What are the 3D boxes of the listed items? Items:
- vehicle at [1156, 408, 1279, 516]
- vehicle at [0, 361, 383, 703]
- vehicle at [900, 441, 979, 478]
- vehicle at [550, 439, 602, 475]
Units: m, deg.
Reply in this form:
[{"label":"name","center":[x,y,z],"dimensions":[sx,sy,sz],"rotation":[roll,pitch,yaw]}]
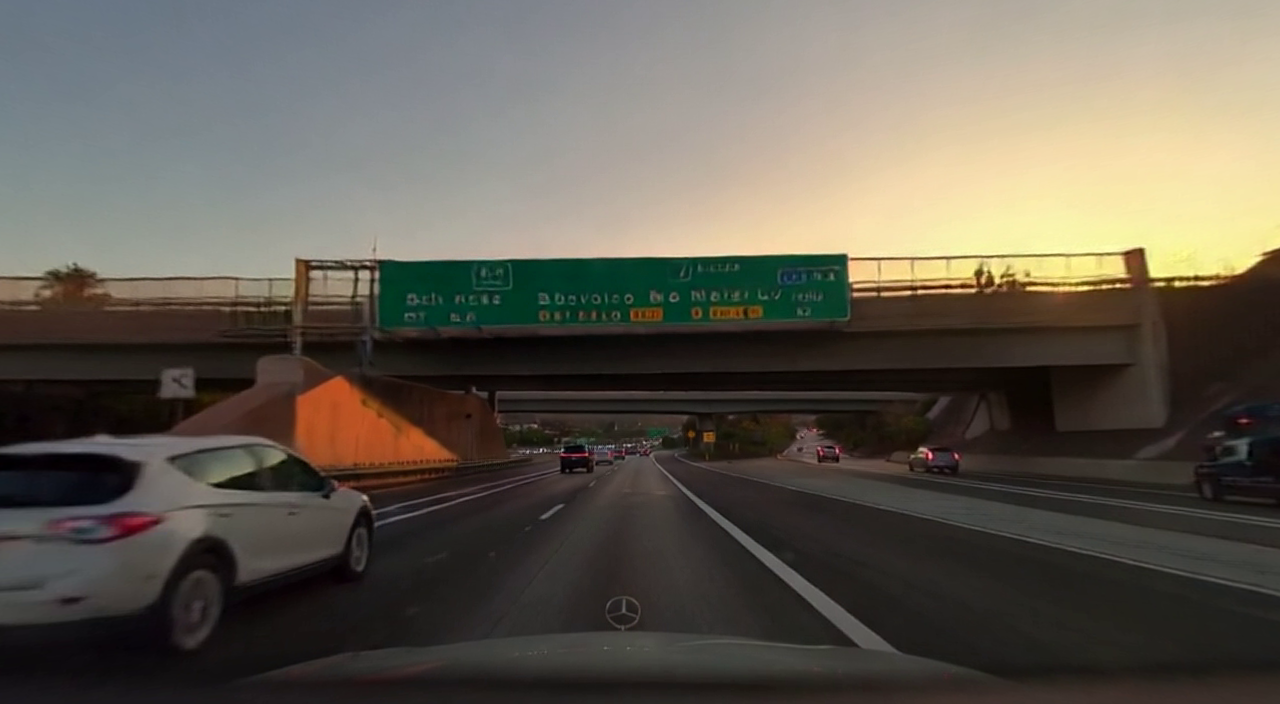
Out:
[{"label":"vehicle","center":[13.930,2.248,12.938],"dimensions":[2.330,2.132,5.338],"rotation":[-1,-9,5]},{"label":"vehicle","center":[-3.939,1.176,4.454],"dimensions":[2.162,1.747,4.791],"rotation":[0,-9,1]},{"label":"vehicle","center":[15.563,5.582,33.030],"dimensions":[1.991,1.755,4.836],"rotation":[-1,-9,4]},{"label":"vehicle","center":[-3.676,6.208,37.328],"dimensions":[2.420,1.937,5.916],"rotation":[0,-9,0]}]
